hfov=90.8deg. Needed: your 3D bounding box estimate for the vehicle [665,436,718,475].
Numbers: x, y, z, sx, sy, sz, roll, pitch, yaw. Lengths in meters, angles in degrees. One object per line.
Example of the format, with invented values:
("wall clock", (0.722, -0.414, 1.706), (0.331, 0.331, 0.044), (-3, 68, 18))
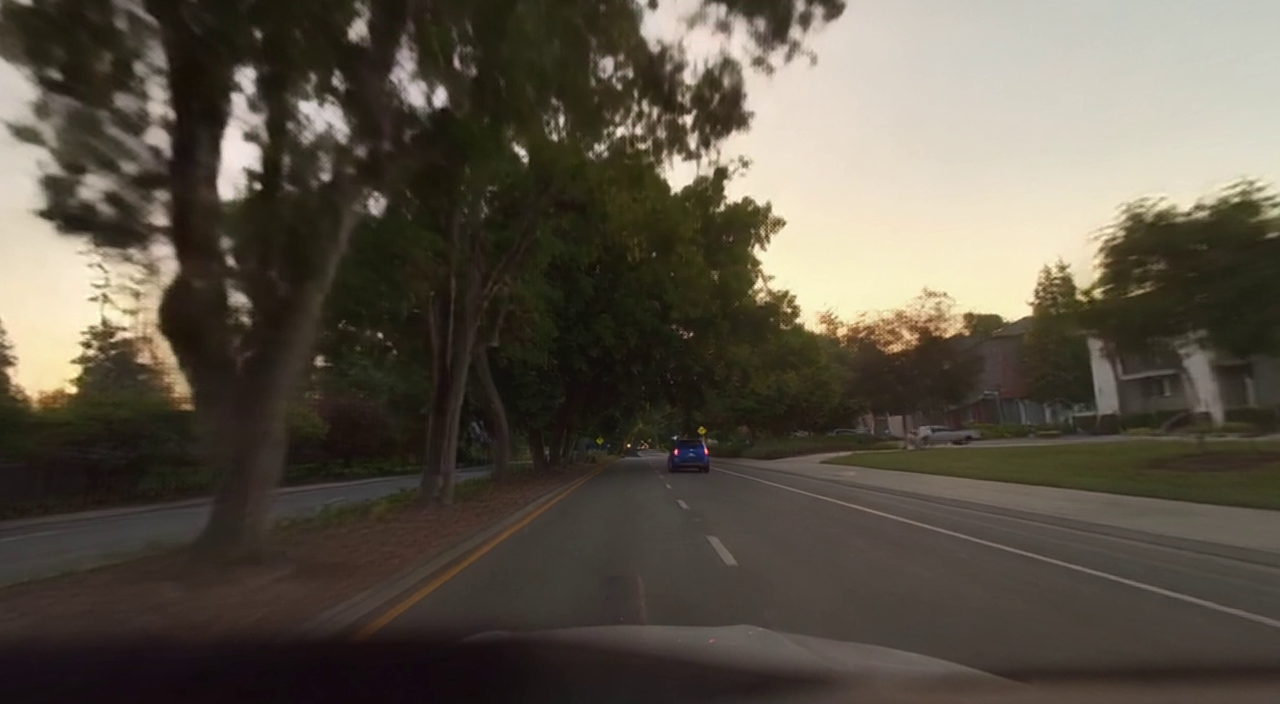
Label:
("vehicle", (2.429, 5.040, 30.954), (2.164, 1.725, 4.285), (0, -9, -1))
